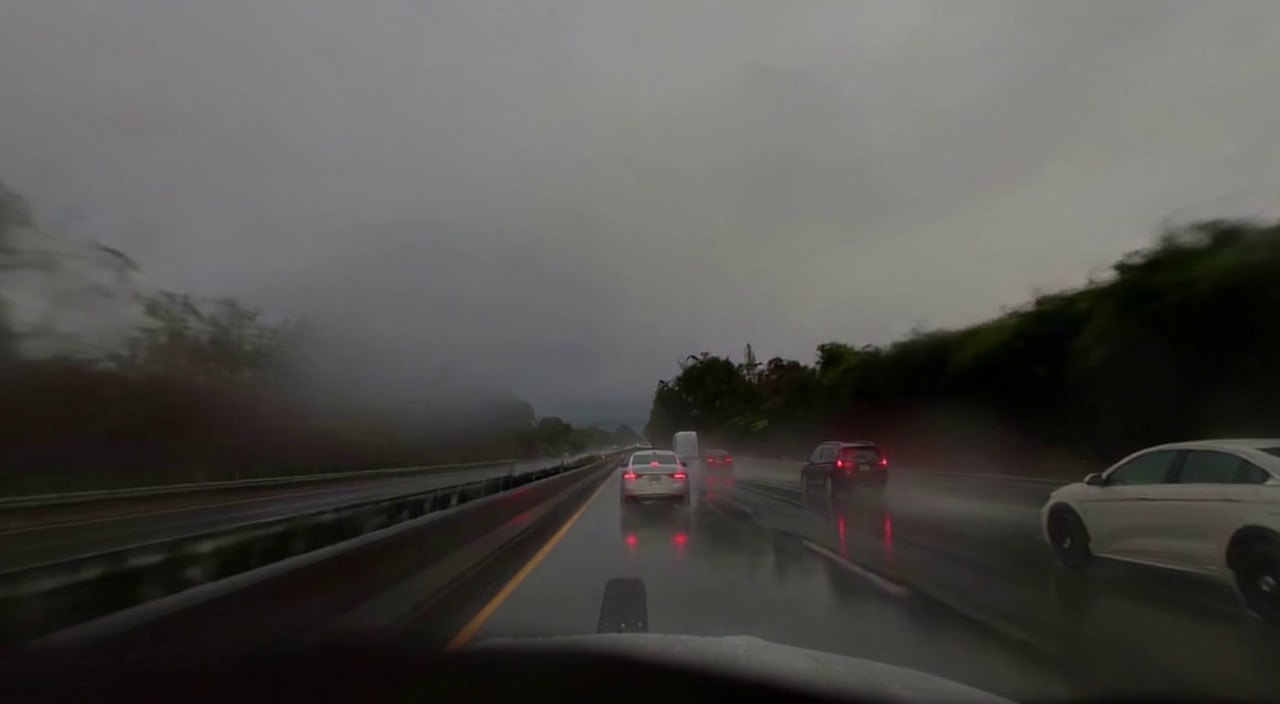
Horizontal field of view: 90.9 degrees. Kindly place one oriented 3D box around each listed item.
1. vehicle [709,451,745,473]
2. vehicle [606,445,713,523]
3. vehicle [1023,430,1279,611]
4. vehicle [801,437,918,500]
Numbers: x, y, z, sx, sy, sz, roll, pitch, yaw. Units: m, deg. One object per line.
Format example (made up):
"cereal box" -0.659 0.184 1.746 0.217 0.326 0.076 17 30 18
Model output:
"vehicle" 6.138 7.782 44.716 1.921 1.451 3.841 0 -9 -1
"vehicle" 0.369 2.871 14.183 2.076 1.485 3.774 0 -9 0
"vehicle" 6.270 1.598 6.530 1.965 1.484 4.090 0 -9 0
"vehicle" 6.549 3.531 19.414 1.980 1.702 4.235 0 -9 -1
